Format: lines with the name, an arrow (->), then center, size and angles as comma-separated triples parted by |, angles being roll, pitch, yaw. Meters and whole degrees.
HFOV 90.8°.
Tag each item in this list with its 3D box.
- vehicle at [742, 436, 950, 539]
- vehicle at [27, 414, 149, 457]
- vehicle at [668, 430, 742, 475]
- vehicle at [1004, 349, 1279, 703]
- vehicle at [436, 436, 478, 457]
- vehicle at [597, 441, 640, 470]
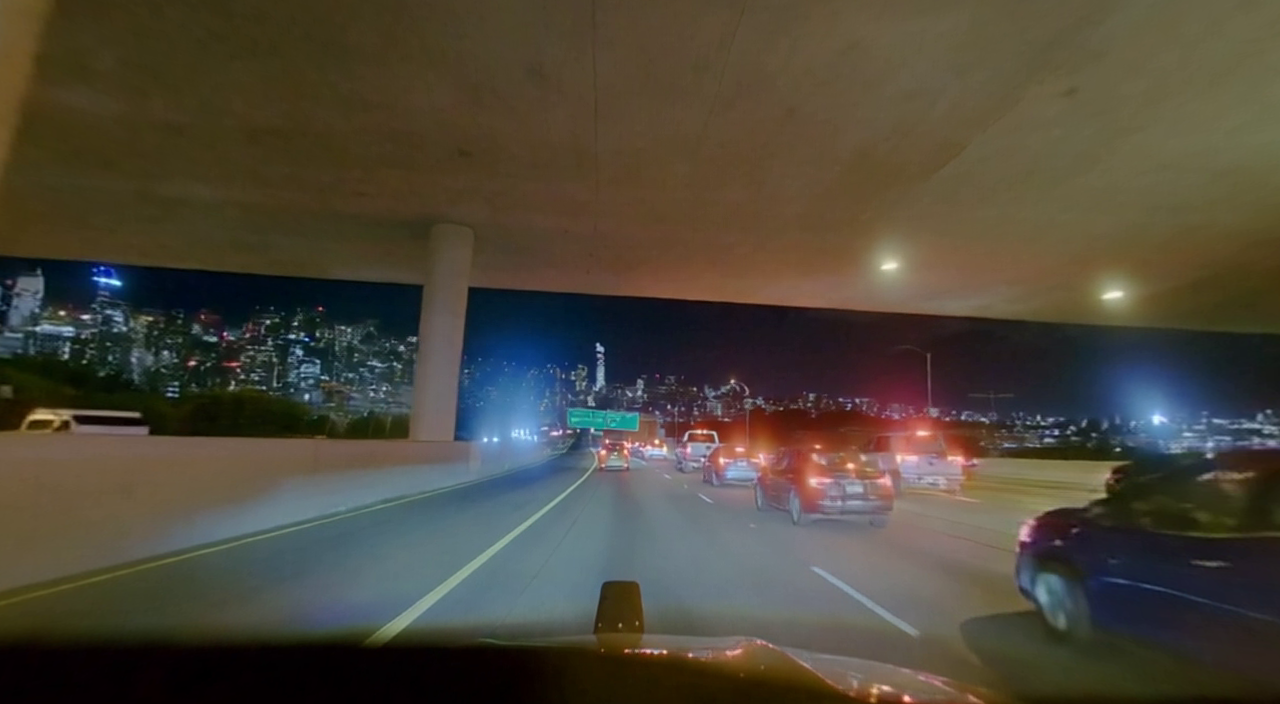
vehicle -> 3.338, 2.288, 11.419 | 2.074, 1.455, 4.646 | 0, -8, -2
vehicle -> -31.943, 4.914, 36.878 | 2.245, 2.276, 5.722 | 1, -8, -5
vehicle -> 3.118, 5.096, 32.297 | 2.747, 2.061, 7.011 | 0, -8, -3
vehicle -> 4.057, 0.795, 2.403 | 2.276, 1.739, 5.040 | 0, -8, -1
vehicle -> -13.653, 7.061, 47.406 | 2.045, 1.499, 4.501 | 0, -8, -4
vehicle -> -1.203, 5.749, 35.318 | 2.266, 1.549, 3.978 | 0, -8, -1
